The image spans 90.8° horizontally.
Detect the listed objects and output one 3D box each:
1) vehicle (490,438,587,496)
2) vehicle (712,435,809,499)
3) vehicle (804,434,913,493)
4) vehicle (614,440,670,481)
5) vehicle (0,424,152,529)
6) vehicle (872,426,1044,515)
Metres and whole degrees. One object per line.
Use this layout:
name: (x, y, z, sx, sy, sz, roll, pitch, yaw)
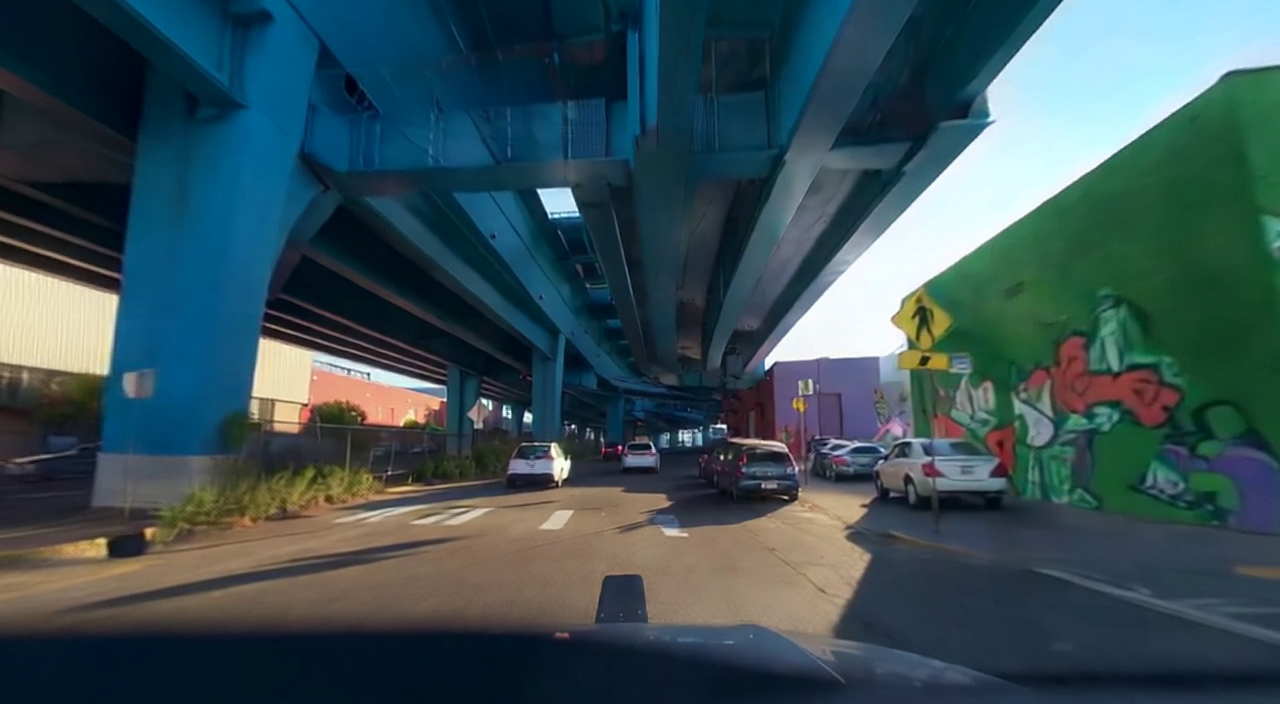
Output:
vehicle: (-2.935, 3.441, 19.359, 2.024, 1.533, 4.549, 0, -8, 2)
vehicle: (3.279, 3.186, 18.041, 1.983, 1.589, 4.010, 0, -8, 0)
vehicle: (7.790, 4.010, 23.181, 2.175, 1.909, 4.953, 0, -8, 0)
vehicle: (0.099, 4.486, 26.476, 2.155, 1.571, 3.734, 0, -8, 1)
vehicle: (-11.920, 2.247, 11.481, 2.056, 1.768, 4.986, 0, -9, 0)
vehicle: (7.648, 2.838, 15.827, 2.275, 1.834, 4.294, 1, -7, 3)
